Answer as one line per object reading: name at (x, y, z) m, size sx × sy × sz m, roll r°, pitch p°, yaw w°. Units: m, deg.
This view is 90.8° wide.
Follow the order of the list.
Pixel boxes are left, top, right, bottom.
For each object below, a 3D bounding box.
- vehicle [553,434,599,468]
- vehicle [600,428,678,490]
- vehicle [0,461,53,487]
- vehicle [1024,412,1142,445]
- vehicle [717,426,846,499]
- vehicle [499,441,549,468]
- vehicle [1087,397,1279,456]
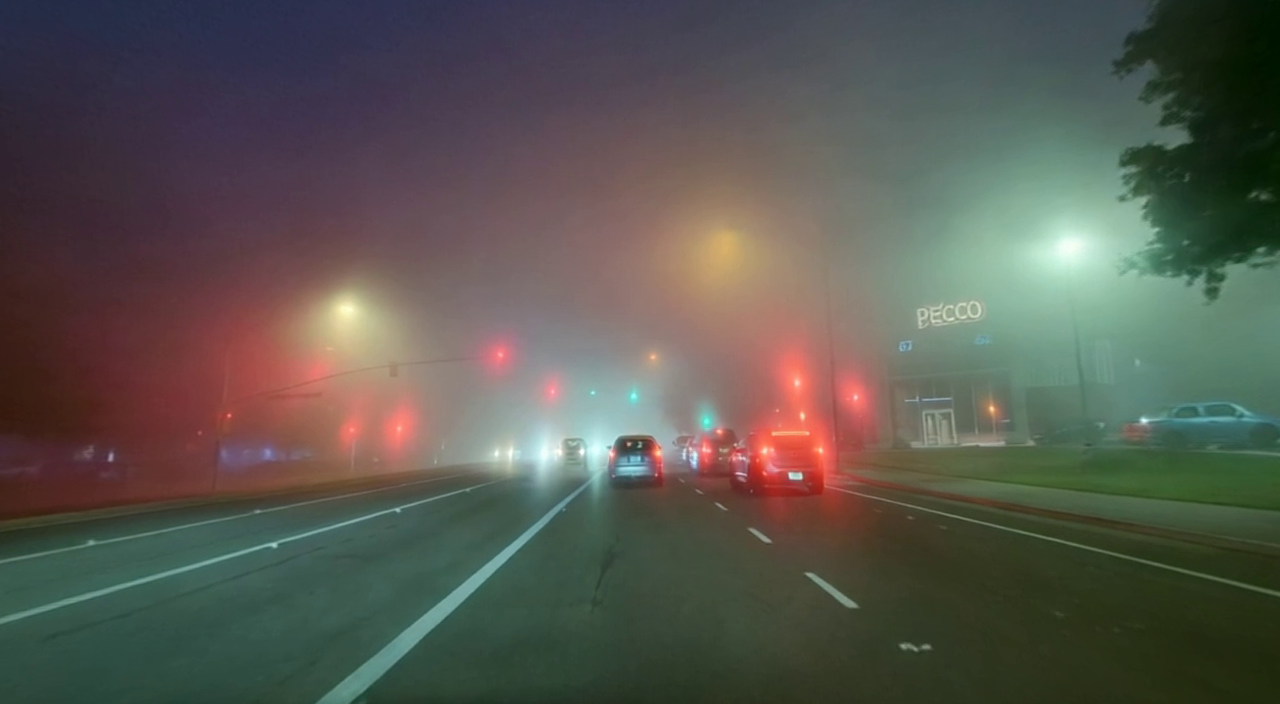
vehicle at (-3.568, 5.614, 35.940) m, size 2.106 × 1.778 × 4.444 m, roll 0°, pitch -8°, yaw 0°
vehicle at (-0.118, 3.269, 19.553) m, size 2.146 × 1.685 × 4.003 m, roll 0°, pitch -8°, yaw -2°
vehicle at (-38.906, 7.447, 38.672) m, size 1.801 × 1.434 × 4.245 m, roll 0°, pitch -8°, yaw 0°
vehicle at (23.872, 4.155, 34.176) m, size 4.854 × 1.712 × 2.017 m, roll 0°, pitch -8°, yaw -1°
vehicle at (3.550, 2.890, 16.864) m, size 2.198 × 1.660 × 4.512 m, roll 0°, pitch -8°, yaw -3°
vehicle at (-6.635, 5.917, 36.625) m, size 1.954 × 1.473 × 4.350 m, roll 0°, pitch -8°, yaw 1°
vehicle at (15.408, 2.103, 17.574) m, size 4.344 × 1.512 × 1.936 m, roll -1°, pitch -8°, yaw 4°
